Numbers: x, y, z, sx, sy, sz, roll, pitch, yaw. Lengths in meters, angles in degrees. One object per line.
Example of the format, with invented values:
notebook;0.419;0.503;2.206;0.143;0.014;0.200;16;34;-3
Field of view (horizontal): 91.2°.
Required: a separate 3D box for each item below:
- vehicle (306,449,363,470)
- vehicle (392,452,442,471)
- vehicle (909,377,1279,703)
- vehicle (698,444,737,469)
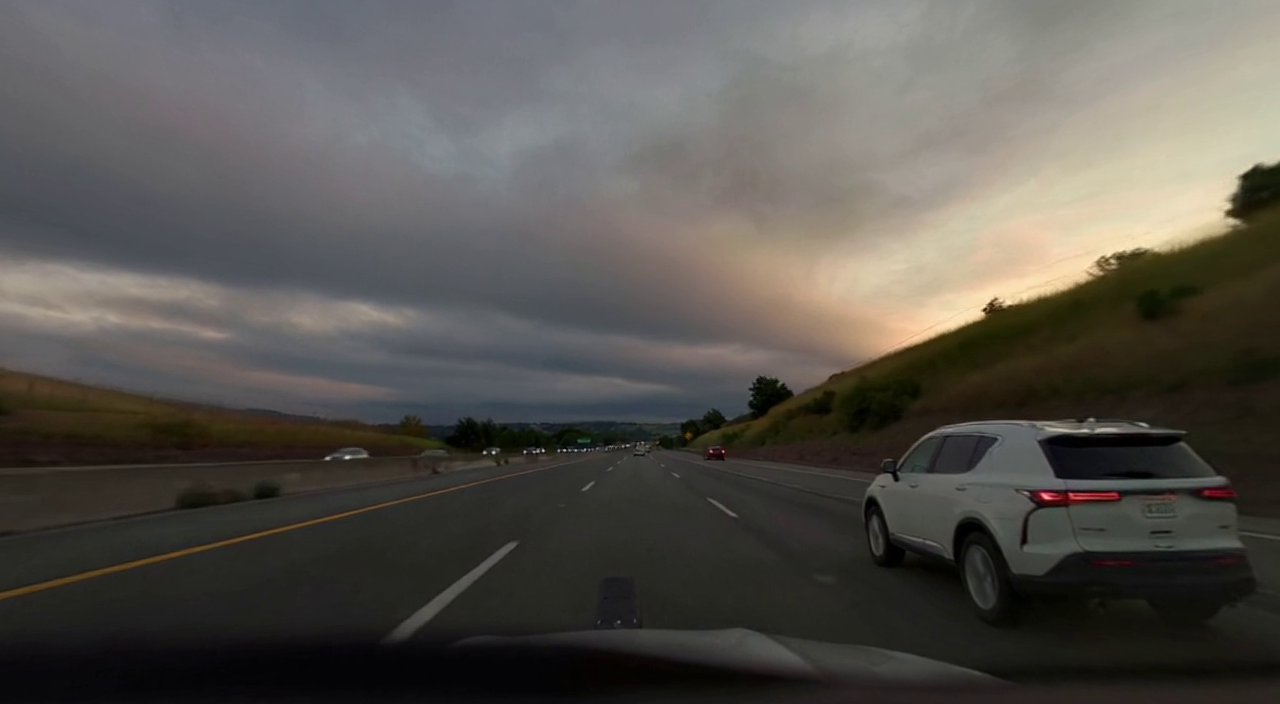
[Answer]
vehicle;-22.627;7.955;46.607;1.891;1.466;4.701;0;-9;0
vehicle;-15.267;7.481;43.113;1.805;1.197;4.391;-1;-9;1
vehicle;3.475;1.167;3.787;1.784;1.733;4.141;0;-9;-1
vehicle;5.498;7.491;45.071;2.006;1.652;4.417;0;-9;-3
